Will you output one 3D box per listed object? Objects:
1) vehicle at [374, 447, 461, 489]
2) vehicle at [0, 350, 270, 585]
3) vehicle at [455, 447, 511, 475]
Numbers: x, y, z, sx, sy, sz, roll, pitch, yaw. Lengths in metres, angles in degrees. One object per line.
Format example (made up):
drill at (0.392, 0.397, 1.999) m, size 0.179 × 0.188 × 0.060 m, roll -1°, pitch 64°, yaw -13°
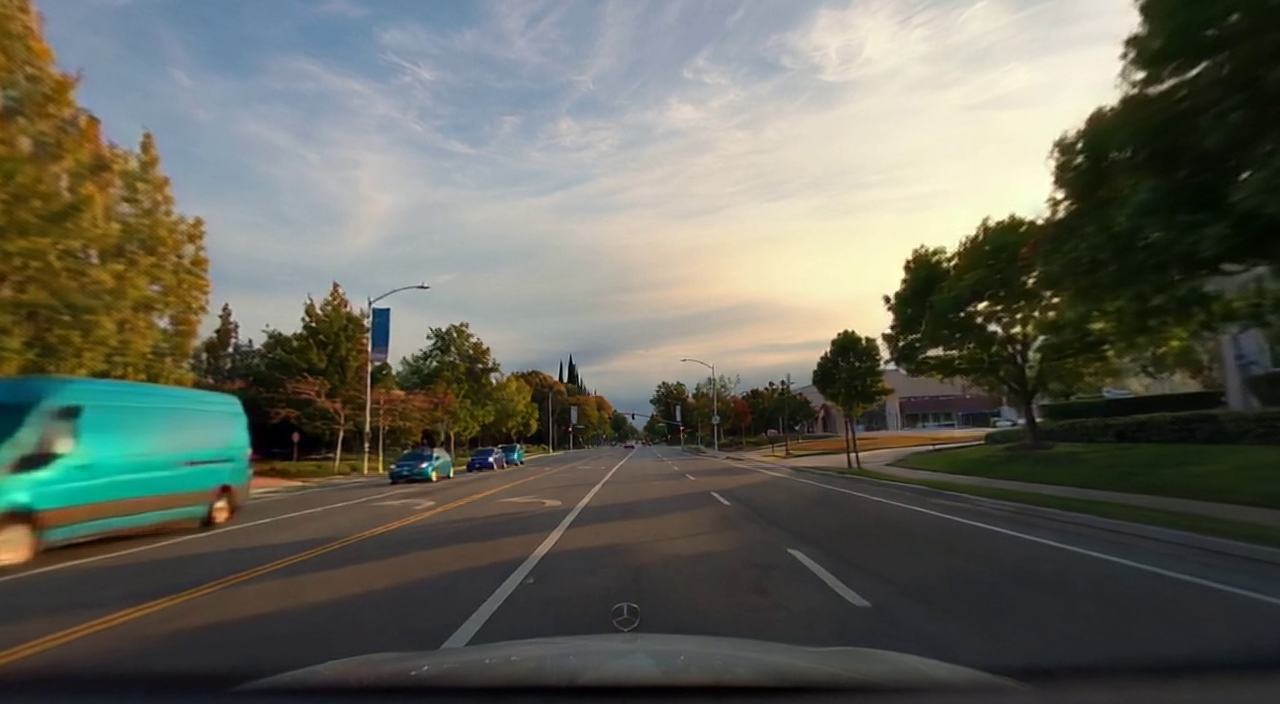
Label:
vehicle at (-8.881, 4.633, 25.636) m, size 1.959 × 1.469 × 4.369 m, roll 0°, pitch -8°, yaw 0°
vehicle at (-8.838, 1.648, 9.379) m, size 2.617 × 2.736 × 6.621 m, roll -1°, pitch -8°, yaw 0°
vehicle at (-8.874, 6.150, 36.014) m, size 1.940 × 1.452 × 4.441 m, roll -1°, pitch -8°, yaw 2°
